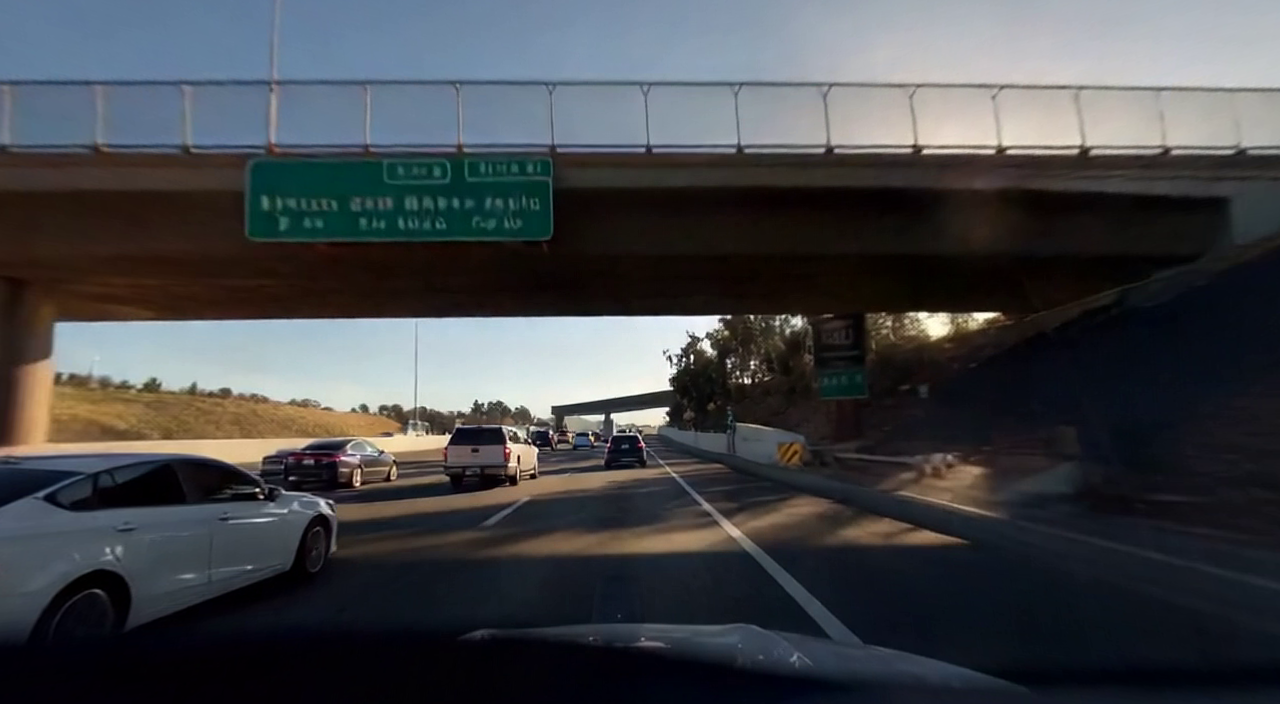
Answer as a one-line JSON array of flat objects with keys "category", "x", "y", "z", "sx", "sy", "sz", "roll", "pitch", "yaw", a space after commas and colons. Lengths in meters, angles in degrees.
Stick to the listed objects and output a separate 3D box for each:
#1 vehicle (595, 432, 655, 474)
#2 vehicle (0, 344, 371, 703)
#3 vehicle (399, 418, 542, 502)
[{"category": "vehicle", "x": -0.552, "y": 3.806, "z": 23.928, "sx": 2.070, "sy": 1.452, "sz": 3.834, "roll": 0, "pitch": -8, "yaw": -1}, {"category": "vehicle", "x": -3.836, "y": 1.032, "z": 4.249, "sx": 2.107, "sy": 1.703, "sz": 4.274, "roll": 0, "pitch": -8, "yaw": 0}, {"category": "vehicle", "x": -3.837, "y": 2.518, "z": 15.197, "sx": 2.154, "sy": 1.690, "sz": 4.595, "roll": 0, "pitch": -8, "yaw": 0}]
